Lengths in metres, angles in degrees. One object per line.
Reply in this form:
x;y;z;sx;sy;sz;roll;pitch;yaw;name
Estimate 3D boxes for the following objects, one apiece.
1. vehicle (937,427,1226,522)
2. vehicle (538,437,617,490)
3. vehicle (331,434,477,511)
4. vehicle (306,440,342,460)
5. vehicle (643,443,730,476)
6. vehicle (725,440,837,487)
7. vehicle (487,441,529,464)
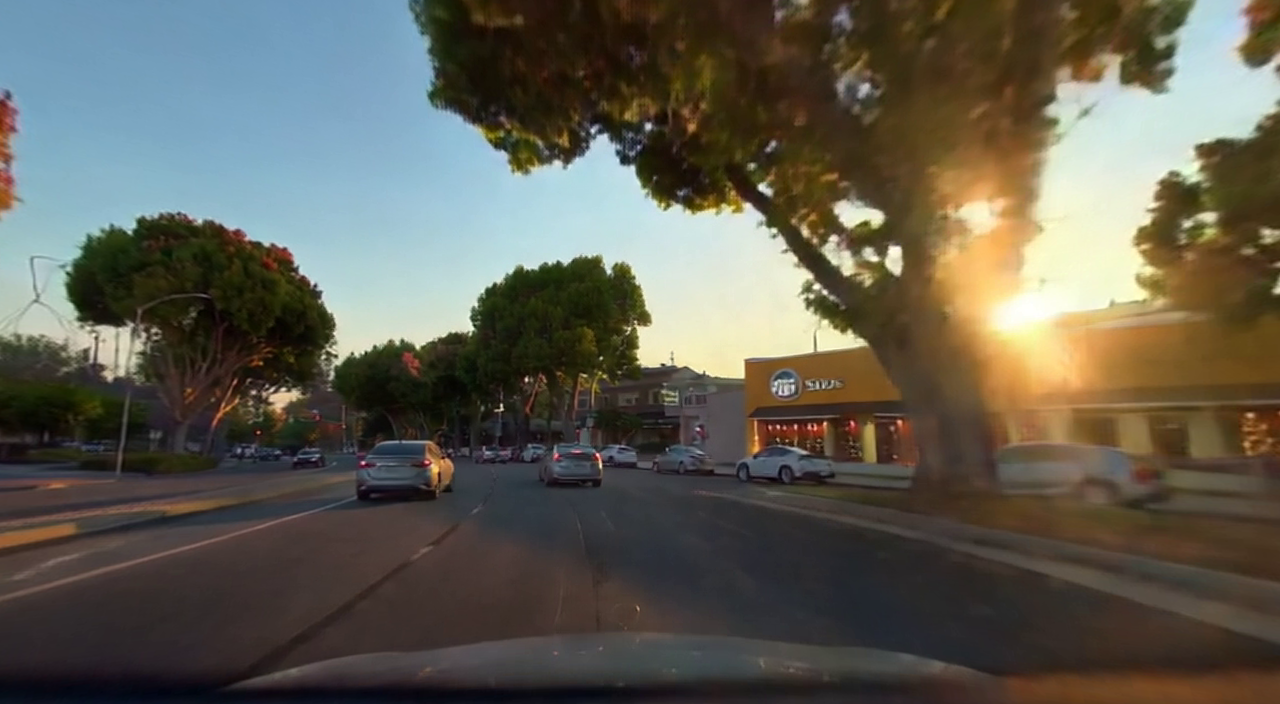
9.417;2.601;14.050;2.095;1.697;4.801;3;-9;-22;vehicle
-2.120;3.497;20.244;2.001;1.483;4.442;2;-9;-12;vehicle
-5.233;2.704;14.755;2.105;1.477;4.857;1;-8;-7;vehicle
-24.454;7.611;48.878;2.000;1.477;4.346;3;-9;-21;vehicle
2.160;5.209;30.831;2.038;1.446;4.896;4;-9;-25;vehicle
5.062;4.044;23.217;1.952;1.547;4.091;4;-9;-24;vehicle
-8.785;6.614;41.626;1.920;1.416;4.310;3;-9;-21;vehicle
